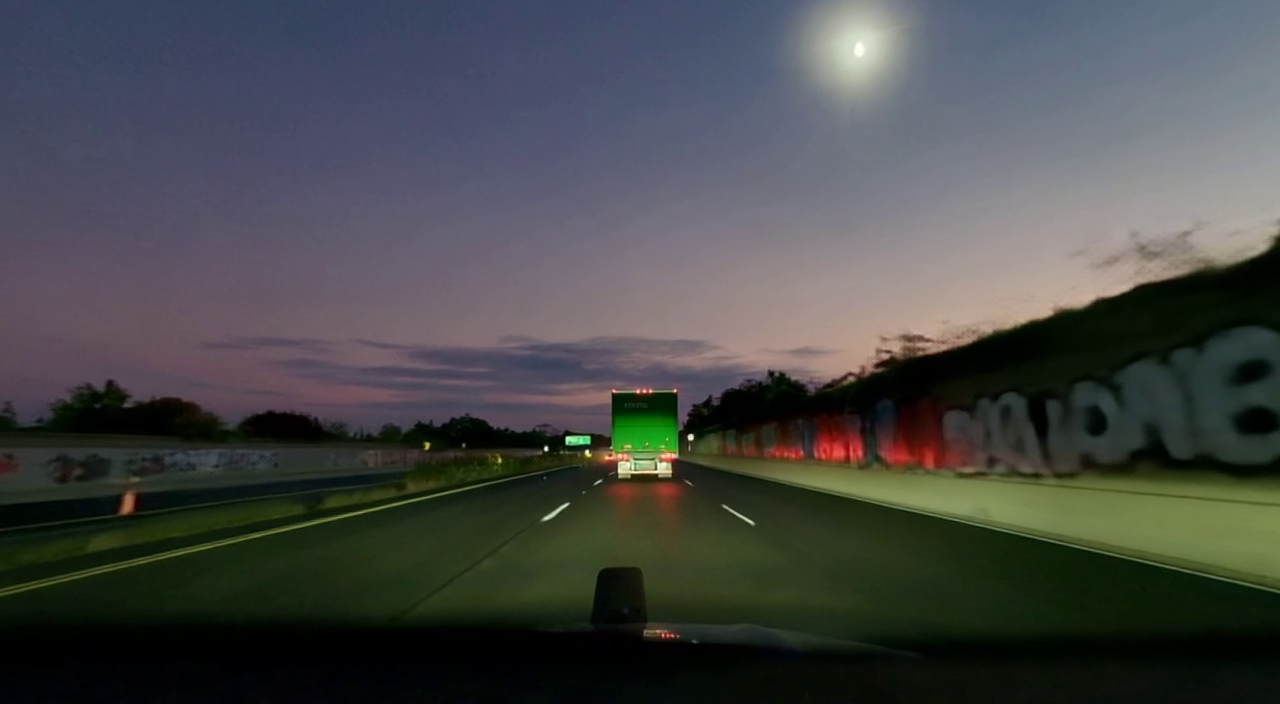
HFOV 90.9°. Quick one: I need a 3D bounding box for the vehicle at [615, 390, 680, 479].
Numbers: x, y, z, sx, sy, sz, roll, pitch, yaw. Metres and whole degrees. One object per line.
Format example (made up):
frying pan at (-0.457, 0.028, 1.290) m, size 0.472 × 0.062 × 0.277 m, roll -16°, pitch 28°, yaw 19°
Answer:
vehicle at (0.207, 4.502, 33.423) m, size 2.900 × 3.955 × 10.151 m, roll 0°, pitch -9°, yaw -1°
